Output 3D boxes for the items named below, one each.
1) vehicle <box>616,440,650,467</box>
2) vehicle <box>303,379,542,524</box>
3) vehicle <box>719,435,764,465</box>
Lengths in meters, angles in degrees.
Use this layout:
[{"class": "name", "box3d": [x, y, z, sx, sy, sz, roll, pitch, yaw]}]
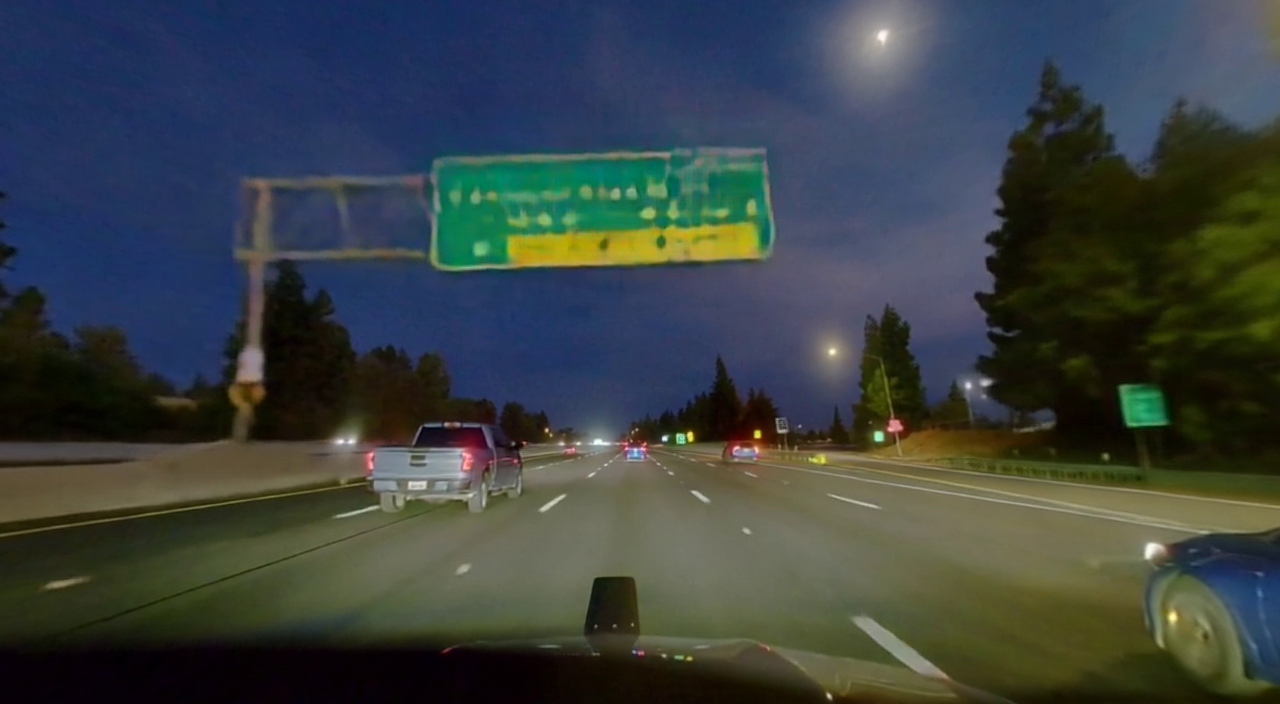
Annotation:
[{"class": "vehicle", "box3d": [-0.490, 6.598, 41.301, 2.157, 1.642, 4.189, 0, -9, -2]}, {"class": "vehicle", "box3d": [-3.740, 1.946, 12.588, 2.592, 2.179, 6.034, 0, -9, 0]}, {"class": "vehicle", "box3d": [6.773, 6.635, 42.742, 2.103, 1.898, 5.310, 0, -9, -1]}]
